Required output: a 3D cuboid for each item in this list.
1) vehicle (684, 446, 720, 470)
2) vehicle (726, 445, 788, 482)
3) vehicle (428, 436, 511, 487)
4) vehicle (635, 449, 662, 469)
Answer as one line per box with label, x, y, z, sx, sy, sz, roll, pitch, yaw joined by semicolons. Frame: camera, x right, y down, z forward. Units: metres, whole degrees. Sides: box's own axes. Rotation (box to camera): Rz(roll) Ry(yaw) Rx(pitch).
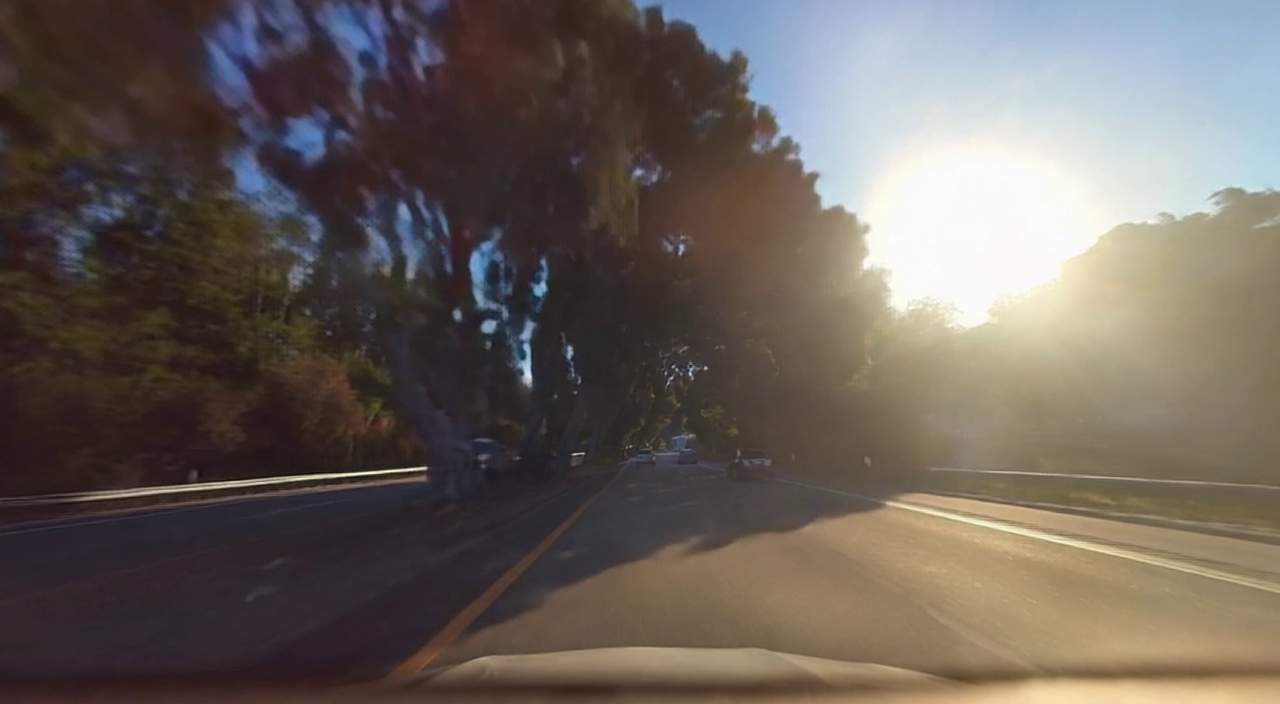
vehicle;4.477;7.708;45.992;2.122;1.662;4.392;0;-9;0
vehicle;5.100;4.908;27.921;1.964;1.513;3.707;0;-9;-1
vehicle;-7.685;4.993;29.037;2.411;2.127;4.889;0;-9;1
vehicle;0.613;8.188;48.197;1.991;1.459;3.769;0;-9;0
